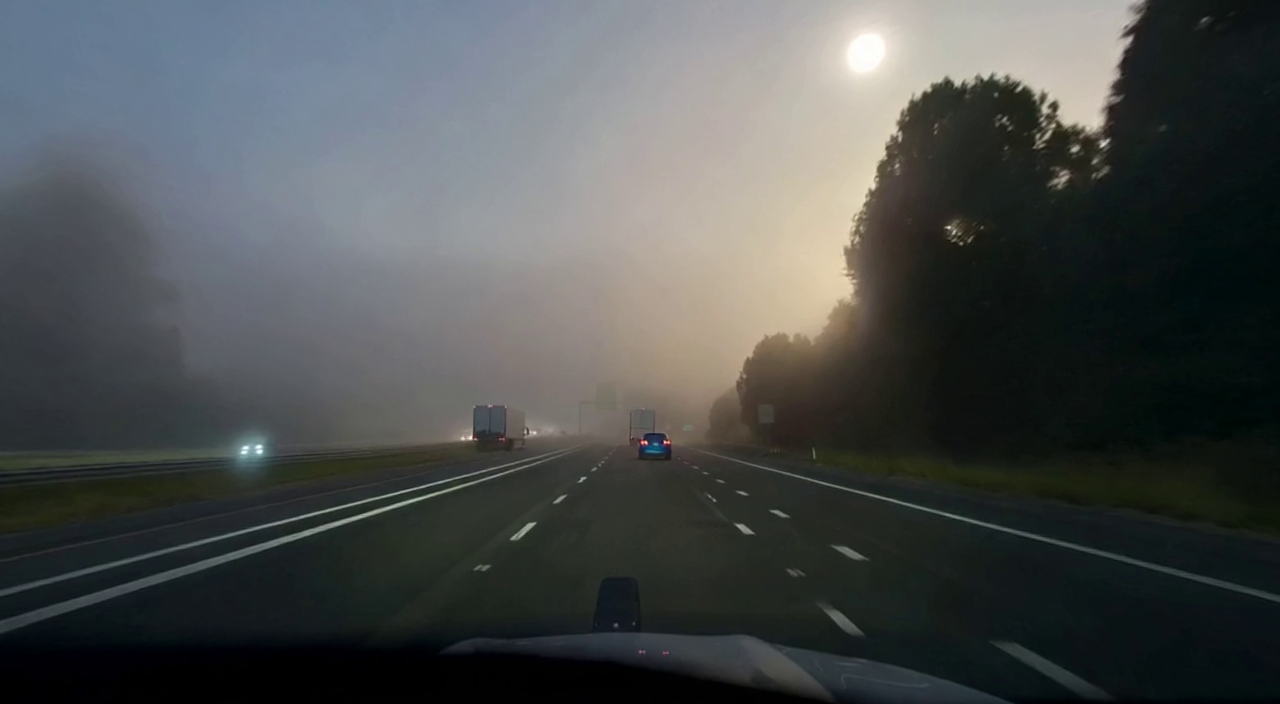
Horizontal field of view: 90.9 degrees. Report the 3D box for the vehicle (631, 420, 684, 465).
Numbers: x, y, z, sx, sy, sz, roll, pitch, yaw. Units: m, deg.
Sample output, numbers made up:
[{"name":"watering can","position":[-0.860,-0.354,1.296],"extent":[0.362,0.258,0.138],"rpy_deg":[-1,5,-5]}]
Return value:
[{"name":"vehicle","position":[0.705,4.129,28.915],"extent":[2.076,1.914,4.287],"rpy_deg":[0,-8,-3]}]
